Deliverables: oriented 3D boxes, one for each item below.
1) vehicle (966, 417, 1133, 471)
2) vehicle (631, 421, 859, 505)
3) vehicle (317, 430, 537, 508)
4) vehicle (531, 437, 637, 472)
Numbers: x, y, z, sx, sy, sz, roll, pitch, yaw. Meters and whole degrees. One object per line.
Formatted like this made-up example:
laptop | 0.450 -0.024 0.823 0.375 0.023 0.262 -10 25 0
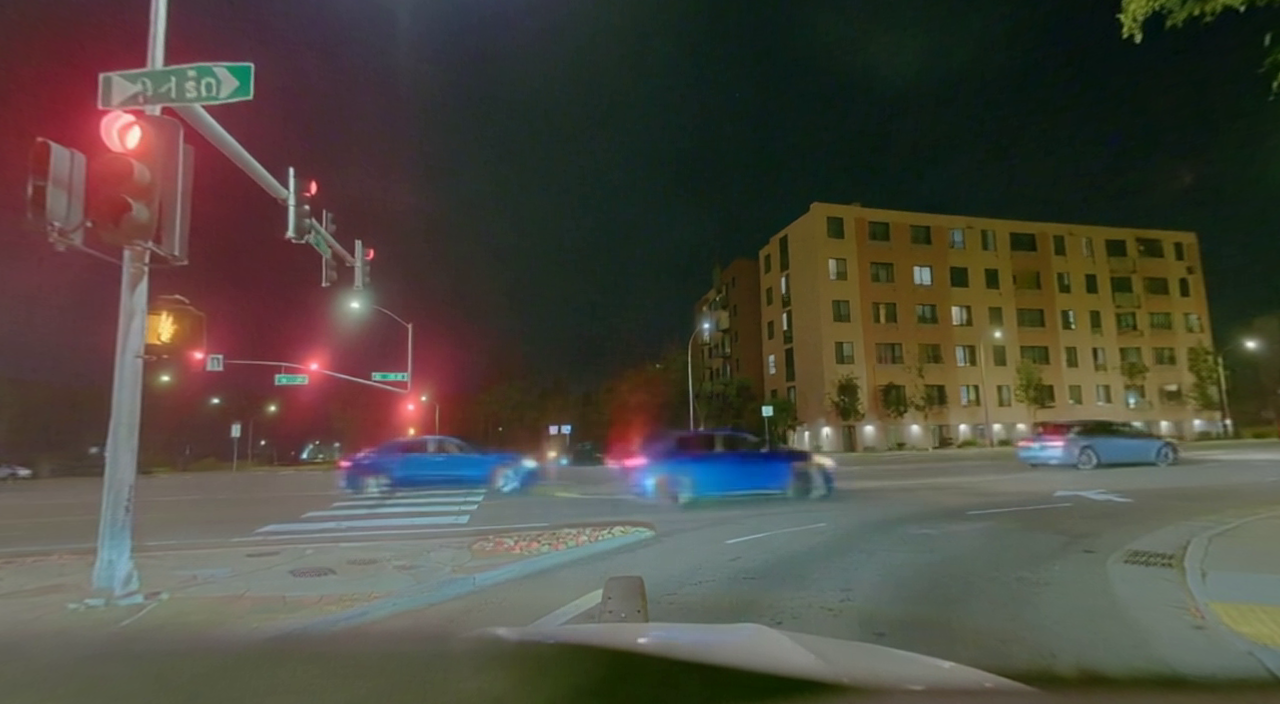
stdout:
vehicle | 13.708 3.082 21.162 4.719 1.671 1.985 2 -9 -16
vehicle | 2.270 2.417 14.083 4.581 1.650 1.958 2 -9 -16
vehicle | -4.997 2.770 15.344 4.711 1.688 1.915 2 -9 -16
vehicle | -2.462 4.466 27.588 4.289 1.415 1.774 2 -9 -17
